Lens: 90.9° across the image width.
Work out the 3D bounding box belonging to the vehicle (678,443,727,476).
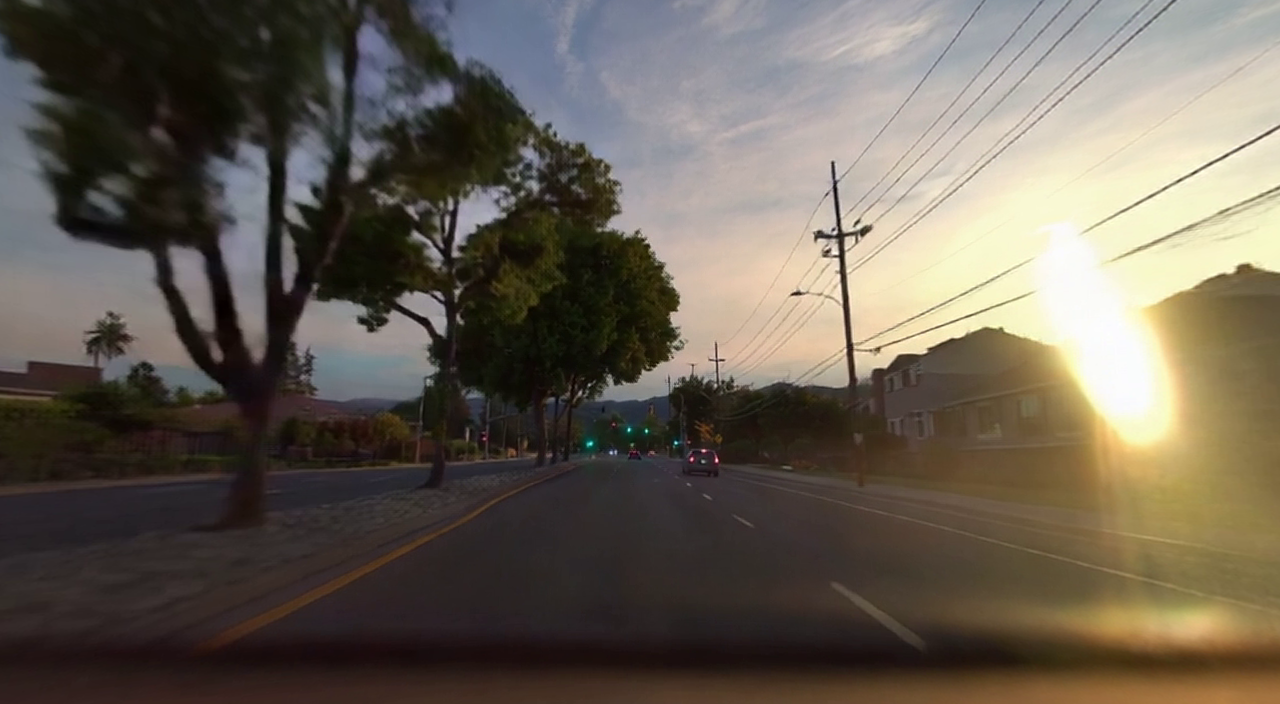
[{"bbox_3d":[3.519,6.140,36.334,2.240,1.781,4.433,0,-9,-1],"label":"vehicle"}]
